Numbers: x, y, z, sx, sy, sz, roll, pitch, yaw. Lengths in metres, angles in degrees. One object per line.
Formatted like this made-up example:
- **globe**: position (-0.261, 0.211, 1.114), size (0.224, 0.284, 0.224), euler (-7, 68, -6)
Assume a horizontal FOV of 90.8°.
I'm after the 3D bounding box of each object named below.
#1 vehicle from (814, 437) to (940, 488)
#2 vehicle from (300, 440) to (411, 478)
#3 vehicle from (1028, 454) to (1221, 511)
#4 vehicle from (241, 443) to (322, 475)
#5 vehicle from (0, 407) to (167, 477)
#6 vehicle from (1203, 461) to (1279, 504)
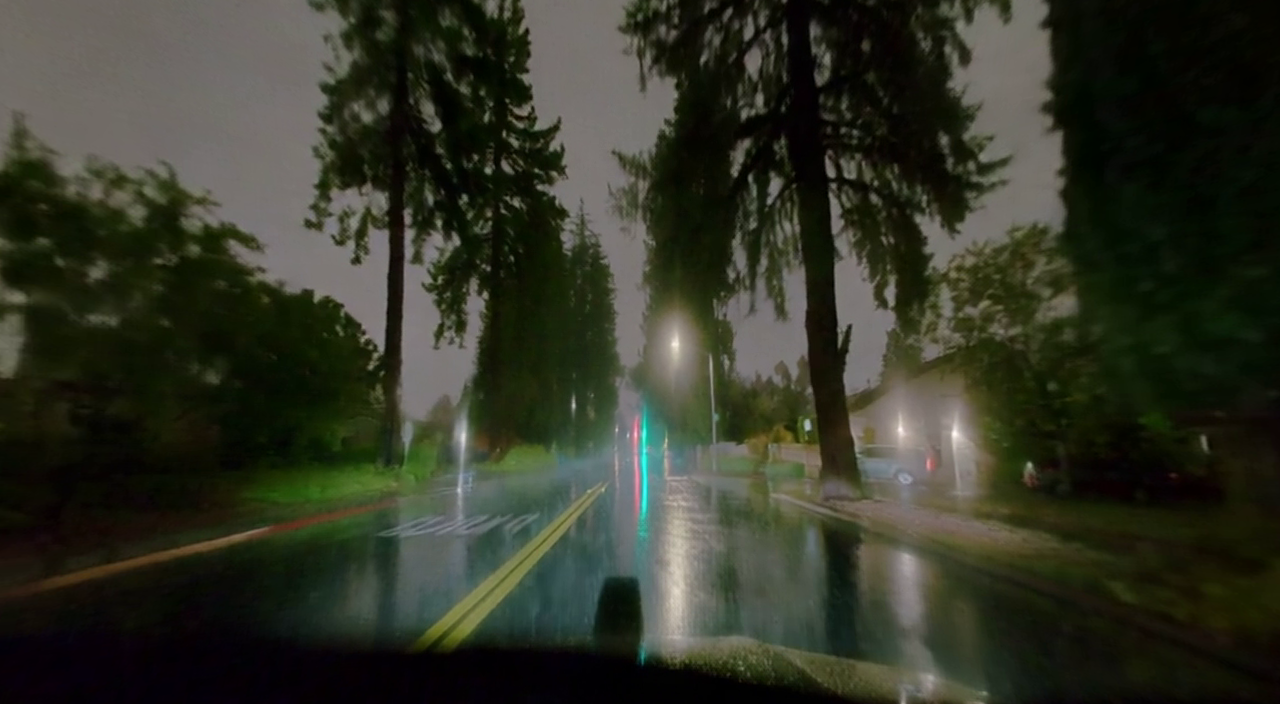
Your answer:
- **vehicle**: position (10.792, 5.048, 28.847), size (4.854, 1.771, 2.123), euler (-12, -12, 29)
- **vehicle**: position (-15.601, 5.791, 34.523), size (6.072, 1.882, 2.277), euler (-5, -9, 29)
- **vehicle**: position (14.439, 3.949, 19.179), size (4.231, 1.493, 1.941), euler (-7, -10, 27)
- **vehicle**: position (-21.414, 6.372, 37.677), size (4.507, 1.774, 1.923), euler (-5, -9, 27)
- **vehicle**: position (-17.528, 2.885, 19.881), size (4.918, 1.918, 2.002), euler (-6, -10, 25)
- **vehicle**: position (26.992, 5.782, 28.179), size (1.916, 1.620, 3.519), euler (-4, -9, 28)
